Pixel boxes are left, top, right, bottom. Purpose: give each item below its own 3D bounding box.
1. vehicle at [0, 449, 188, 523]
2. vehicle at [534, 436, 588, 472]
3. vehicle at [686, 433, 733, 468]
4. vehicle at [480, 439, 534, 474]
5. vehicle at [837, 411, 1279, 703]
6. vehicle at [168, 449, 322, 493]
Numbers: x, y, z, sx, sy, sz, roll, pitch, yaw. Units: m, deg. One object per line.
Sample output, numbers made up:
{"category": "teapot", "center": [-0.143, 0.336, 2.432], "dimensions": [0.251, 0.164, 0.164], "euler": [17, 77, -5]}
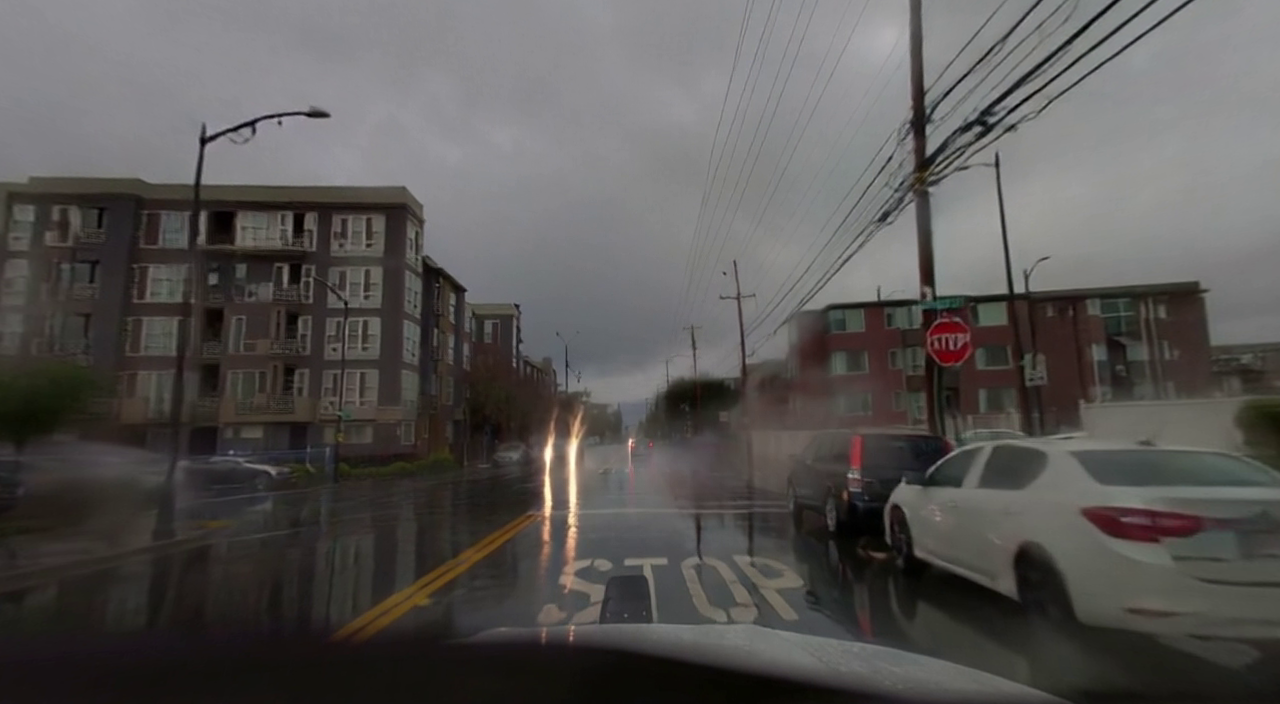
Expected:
{"category": "vehicle", "center": [-16.495, 3.808, 18.024], "dimensions": [5.392, 1.808, 2.324], "euler": [-2, -9, 1]}
{"category": "vehicle", "center": [-4.211, 5.536, 34.384], "dimensions": [2.201, 1.801, 4.750], "euler": [-1, -8, 2]}
{"category": "vehicle", "center": [3.858, 5.588, 35.826], "dimensions": [2.164, 1.721, 4.416], "euler": [-4, -9, 1]}
{"category": "vehicle", "center": [-7.549, 5.985, 36.294], "dimensions": [2.140, 1.874, 4.475], "euler": [0, -8, 0]}
{"category": "vehicle", "center": [3.436, 1.380, 5.405], "dimensions": [1.888, 1.495, 4.567], "euler": [0, -8, -2]}
{"category": "vehicle", "center": [-17.182, 5.168, 27.598], "dimensions": [5.354, 1.773, 1.991], "euler": [0, -9, 0]}
